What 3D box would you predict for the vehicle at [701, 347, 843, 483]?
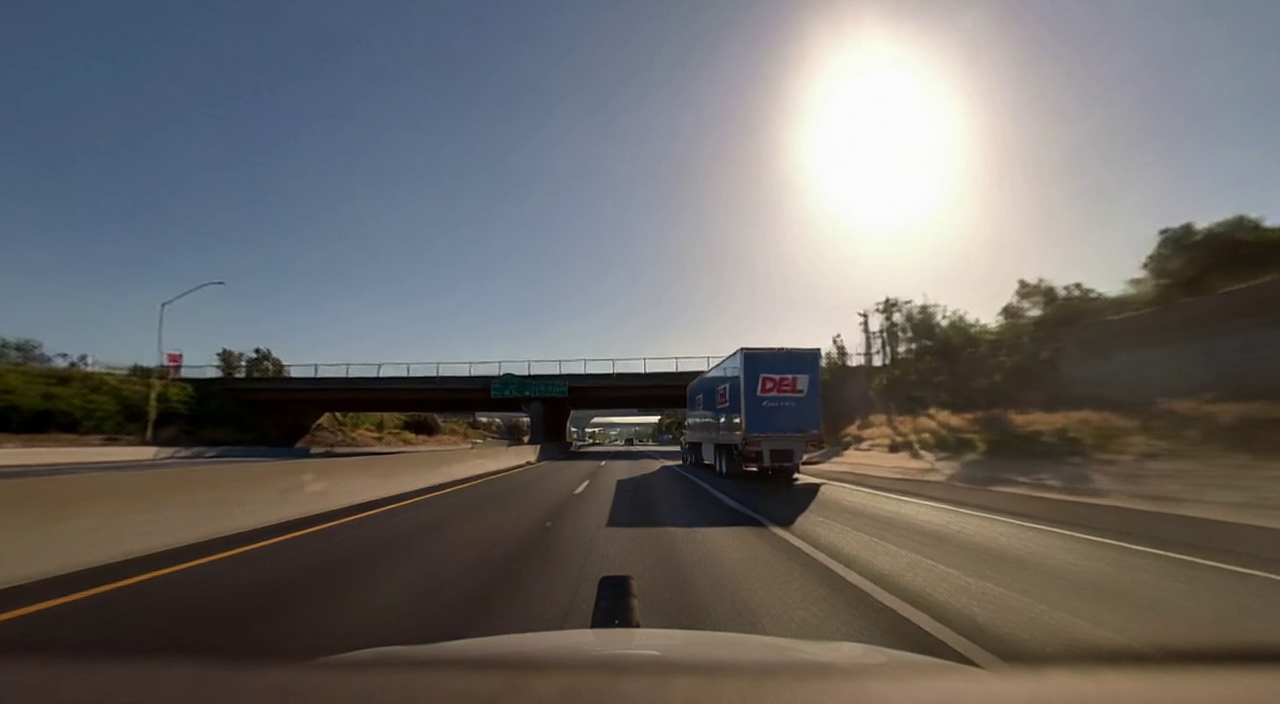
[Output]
[{"bbox_3d":[4.226,2.387,22.438,2.880,3.918,8.254,0,-8,-2],"label":"vehicle"}]
